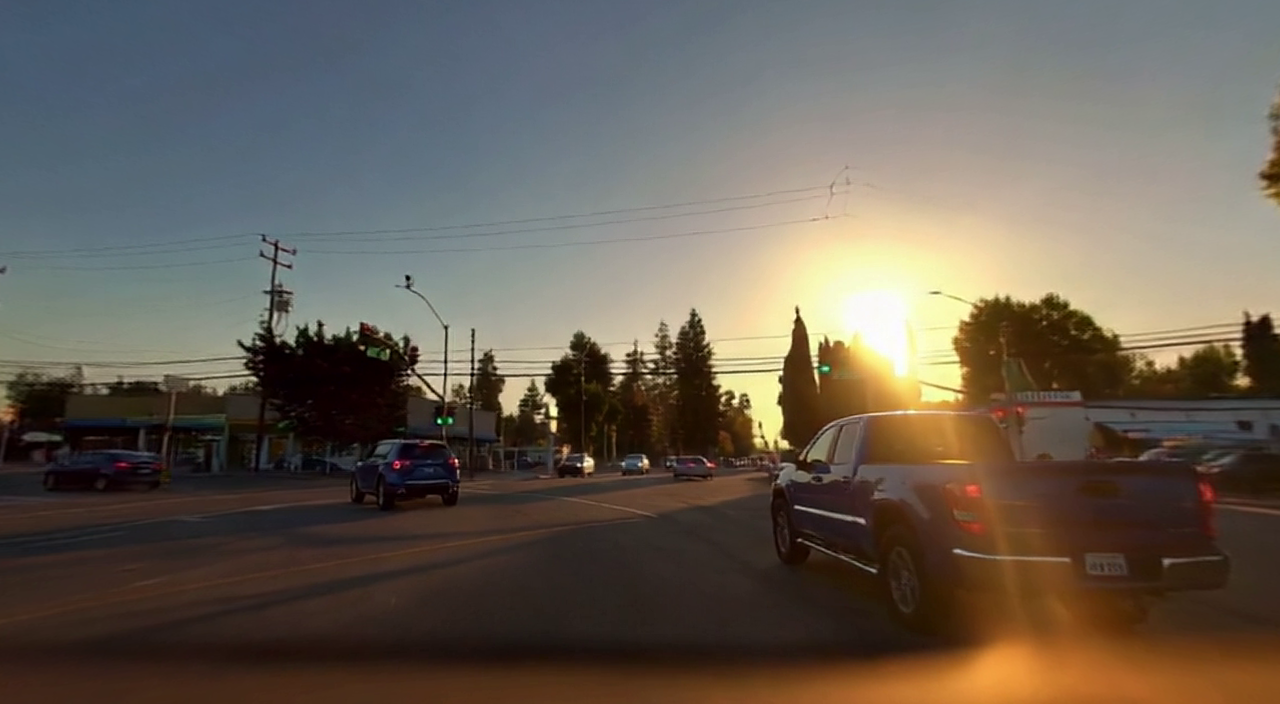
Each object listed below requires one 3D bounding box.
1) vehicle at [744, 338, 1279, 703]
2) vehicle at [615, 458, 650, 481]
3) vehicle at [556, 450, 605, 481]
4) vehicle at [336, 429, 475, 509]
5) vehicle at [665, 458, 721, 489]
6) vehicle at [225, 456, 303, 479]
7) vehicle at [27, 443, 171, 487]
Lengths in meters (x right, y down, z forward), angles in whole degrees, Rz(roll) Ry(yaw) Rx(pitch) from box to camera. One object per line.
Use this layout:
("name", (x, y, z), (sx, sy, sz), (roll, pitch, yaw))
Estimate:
("vehicle", (2.586, 1.249, 5.569), (2.036, 1.818, 5.192), (1, -9, -5))
("vehicle", (-0.450, 8.004, 43.273), (1.856, 1.448, 4.455), (-1, -9, 7))
("vehicle", (-3.936, 7.621, 42.574), (2.303, 1.895, 5.301), (-1, -9, 5))
("vehicle", (-6.532, 3.129, 17.214), (2.141, 1.842, 4.889), (6, -11, -36))
("vehicle", (2.373, 5.603, 29.362), (1.898, 1.281, 4.013), (1, -9, -6))
("vehicle", (-27.028, 8.291, 45.530), (1.913, 1.480, 4.661), (-3, -10, 18))
("vehicle", (-22.285, 4.655, 26.050), (4.498, 1.725, 1.921), (-2, -9, 10))
